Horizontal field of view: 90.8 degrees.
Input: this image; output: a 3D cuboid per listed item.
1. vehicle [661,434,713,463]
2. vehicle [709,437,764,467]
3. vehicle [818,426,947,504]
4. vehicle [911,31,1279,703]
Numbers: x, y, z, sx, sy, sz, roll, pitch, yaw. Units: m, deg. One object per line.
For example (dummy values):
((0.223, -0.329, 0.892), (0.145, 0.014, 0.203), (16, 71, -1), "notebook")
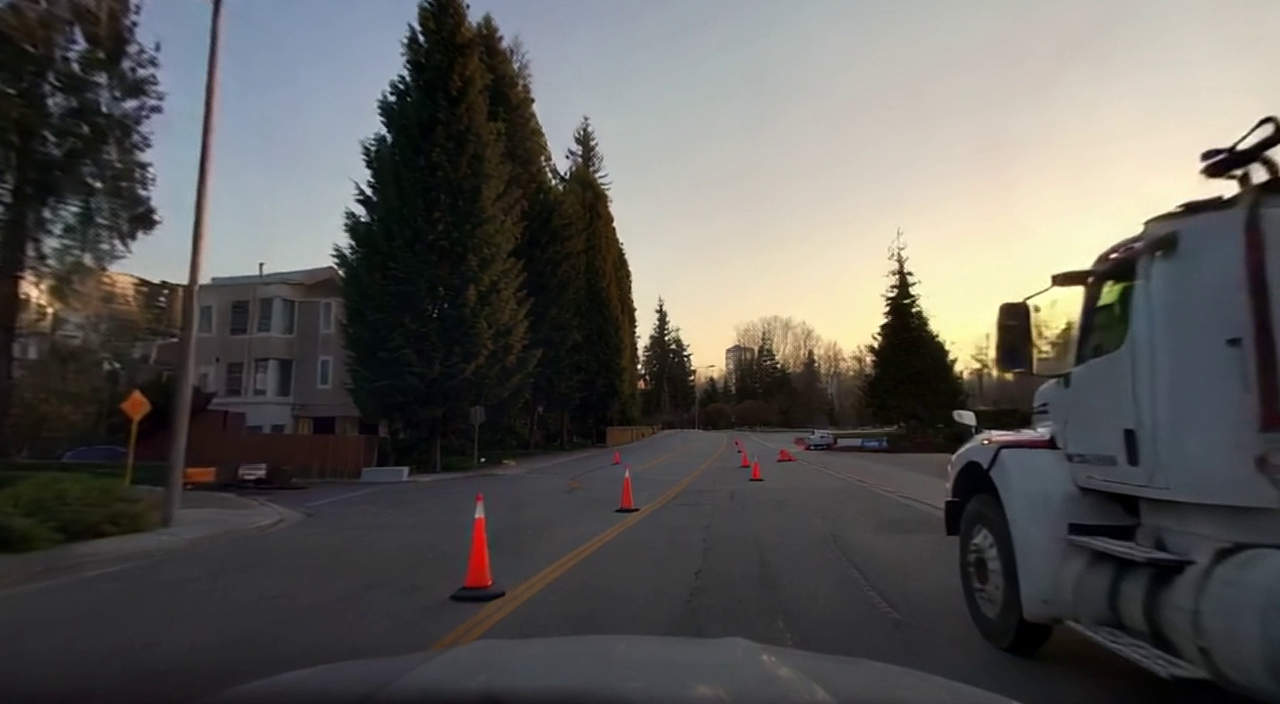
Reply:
((3.126, 6.633, 43.358), (1.997, 1.853, 4.654), (3, -9, -17), "vehicle")
((5.334, 5.603, 35.478), (1.716, 1.583, 3.770), (2, -9, -13), "vehicle")
((6.211, 2.921, 16.723), (2.030, 1.774, 3.884), (0, -8, 4), "vehicle")
((3.528, 0.309, 1.839), (3.098, 2.601, 6.758), (-1, -6, 6), "vehicle")
